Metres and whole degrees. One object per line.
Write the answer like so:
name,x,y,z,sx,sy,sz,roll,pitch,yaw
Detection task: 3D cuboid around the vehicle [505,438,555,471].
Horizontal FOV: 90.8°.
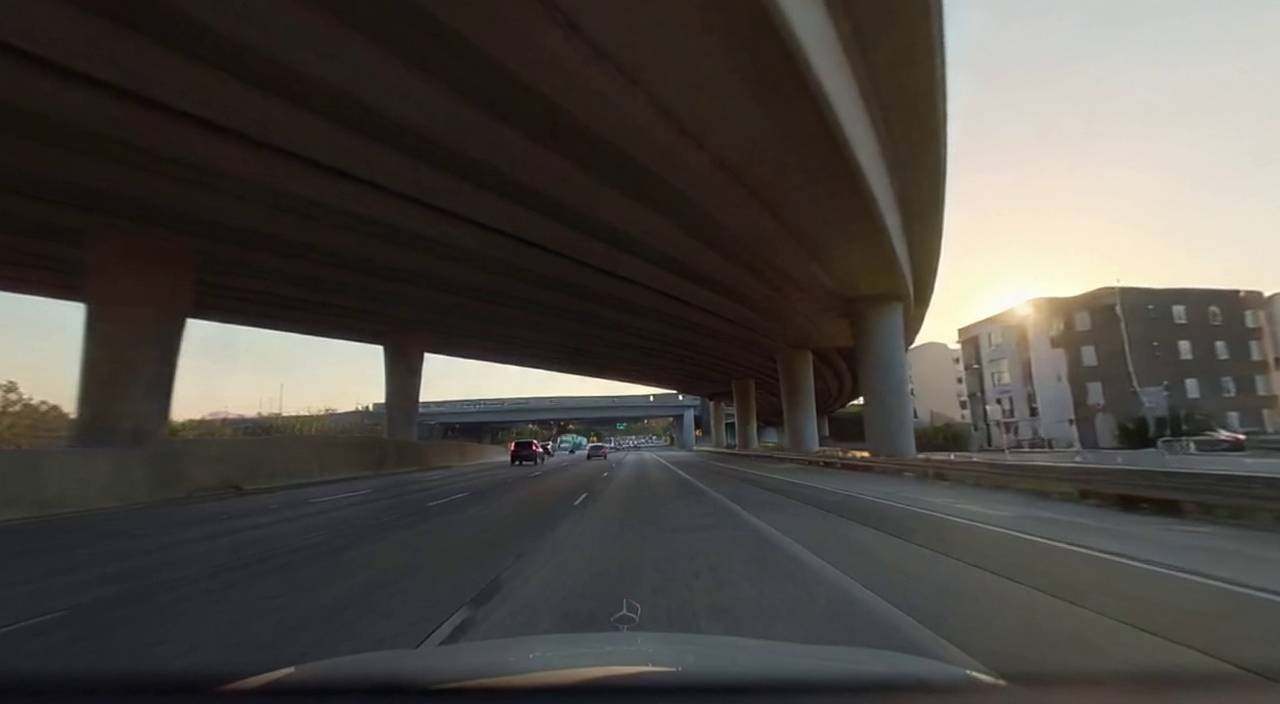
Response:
vehicle,-6.281,5.882,36.668,2.015,1.762,4.790,0,-8,0

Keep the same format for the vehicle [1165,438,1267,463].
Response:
vehicle,38.083,6.510,41.887,1.813,1.580,4.571,5,-10,-31
